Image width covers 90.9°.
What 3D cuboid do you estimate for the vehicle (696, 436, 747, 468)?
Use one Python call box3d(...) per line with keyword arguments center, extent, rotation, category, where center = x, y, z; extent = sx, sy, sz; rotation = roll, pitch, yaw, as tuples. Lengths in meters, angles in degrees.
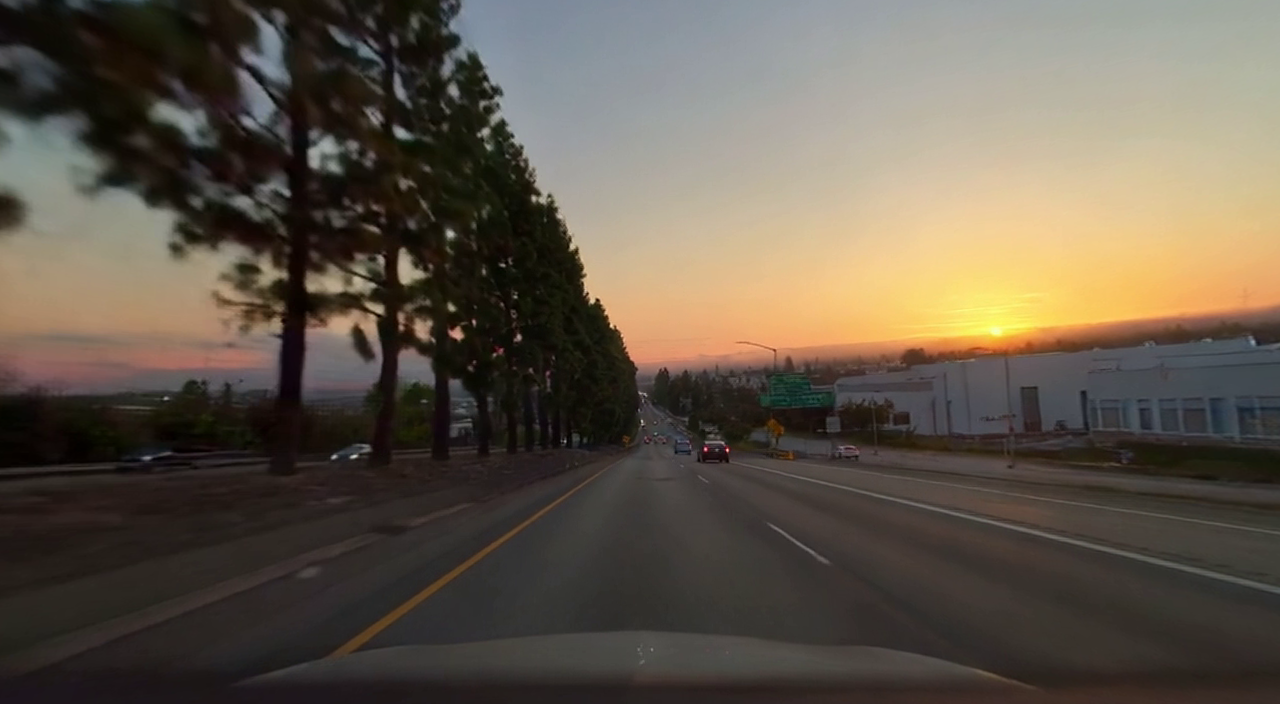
box3d(center=(4.101, 5.107, 32.356), extent=(2.062, 1.518, 4.026), rotation=(0, -8, -1), category="vehicle")
